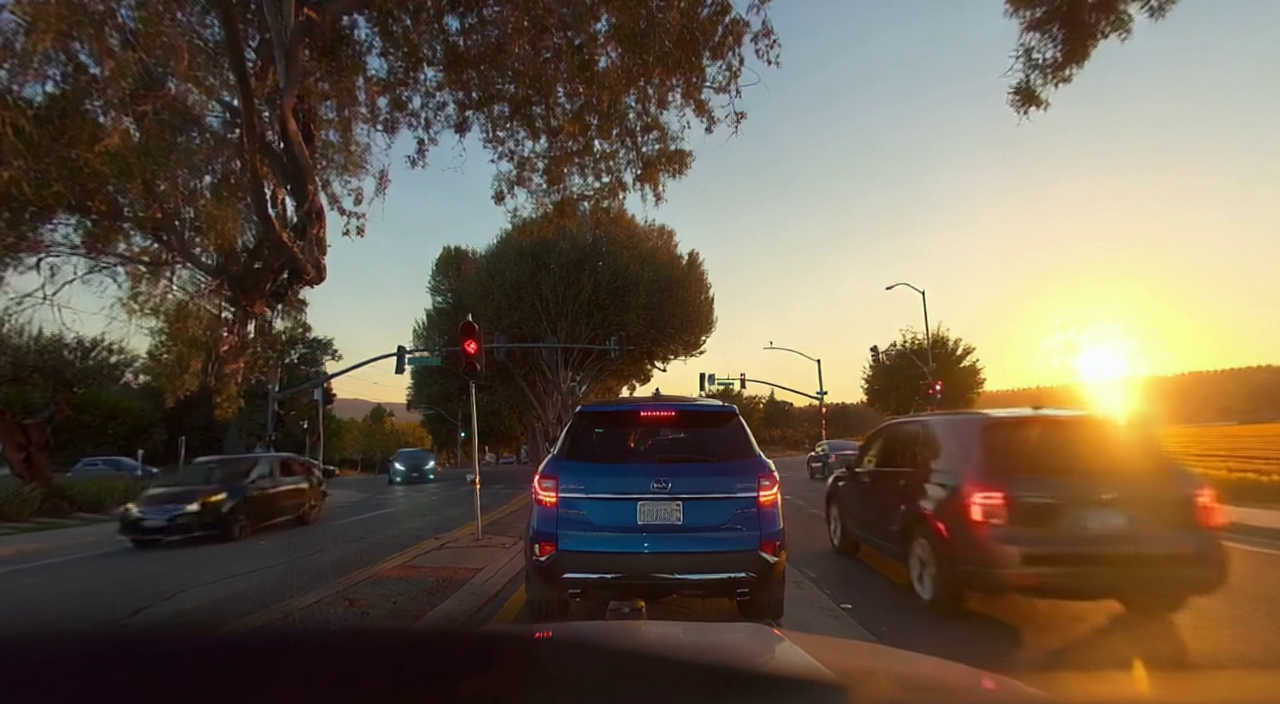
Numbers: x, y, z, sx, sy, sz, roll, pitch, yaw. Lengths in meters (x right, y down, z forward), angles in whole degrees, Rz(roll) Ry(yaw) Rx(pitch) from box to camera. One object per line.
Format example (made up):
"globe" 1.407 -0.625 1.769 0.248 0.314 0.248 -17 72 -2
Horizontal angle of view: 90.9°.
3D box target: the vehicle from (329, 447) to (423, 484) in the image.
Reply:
"vehicle" -13.212 5.615 31.514 4.608 1.680 2.026 -6 -10 33

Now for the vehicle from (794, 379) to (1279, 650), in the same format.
"vehicle" 3.273 1.347 6.281 2.340 1.693 4.516 0 -8 0

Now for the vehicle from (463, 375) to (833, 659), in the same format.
"vehicle" 0.040 1.331 6.093 2.298 1.770 4.138 0 -8 0

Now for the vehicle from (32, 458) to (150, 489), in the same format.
"vehicle" -30.958 6.827 35.657 4.605 1.626 2.251 0 -8 2

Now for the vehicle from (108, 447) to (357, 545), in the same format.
"vehicle" -7.919 2.780 12.987 2.192 1.606 4.510 0 -8 -2
